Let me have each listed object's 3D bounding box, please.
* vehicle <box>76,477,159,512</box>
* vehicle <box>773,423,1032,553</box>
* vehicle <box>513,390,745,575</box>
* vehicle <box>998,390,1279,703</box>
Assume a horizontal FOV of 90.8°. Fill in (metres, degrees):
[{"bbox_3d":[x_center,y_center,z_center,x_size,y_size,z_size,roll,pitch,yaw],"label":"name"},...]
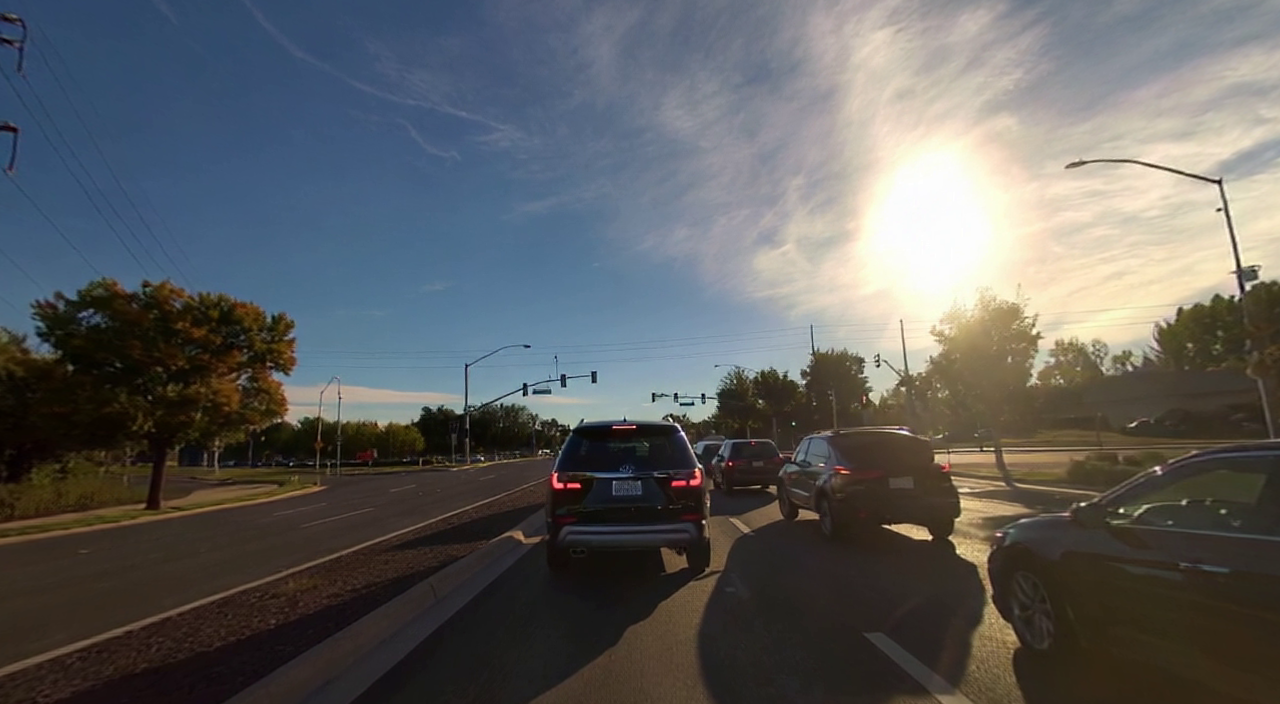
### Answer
[{"bbox_3d":[-26.488,7.209,32.014,3.826,1.522,1.741,-8,-11,27],"label":"vehicle"},{"bbox_3d":[3.497,1.901,9.535,1.952,1.477,4.417,0,-9,-1],"label":"vehicle"},{"bbox_3d":[-0.140,1.615,8.488,2.300,1.821,4.254,0,-9,-1],"label":"vehicle"},{"bbox_3d":[3.286,0.787,1.695,1.984,1.462,4.513,0,-9,0],"label":"vehicle"}]
